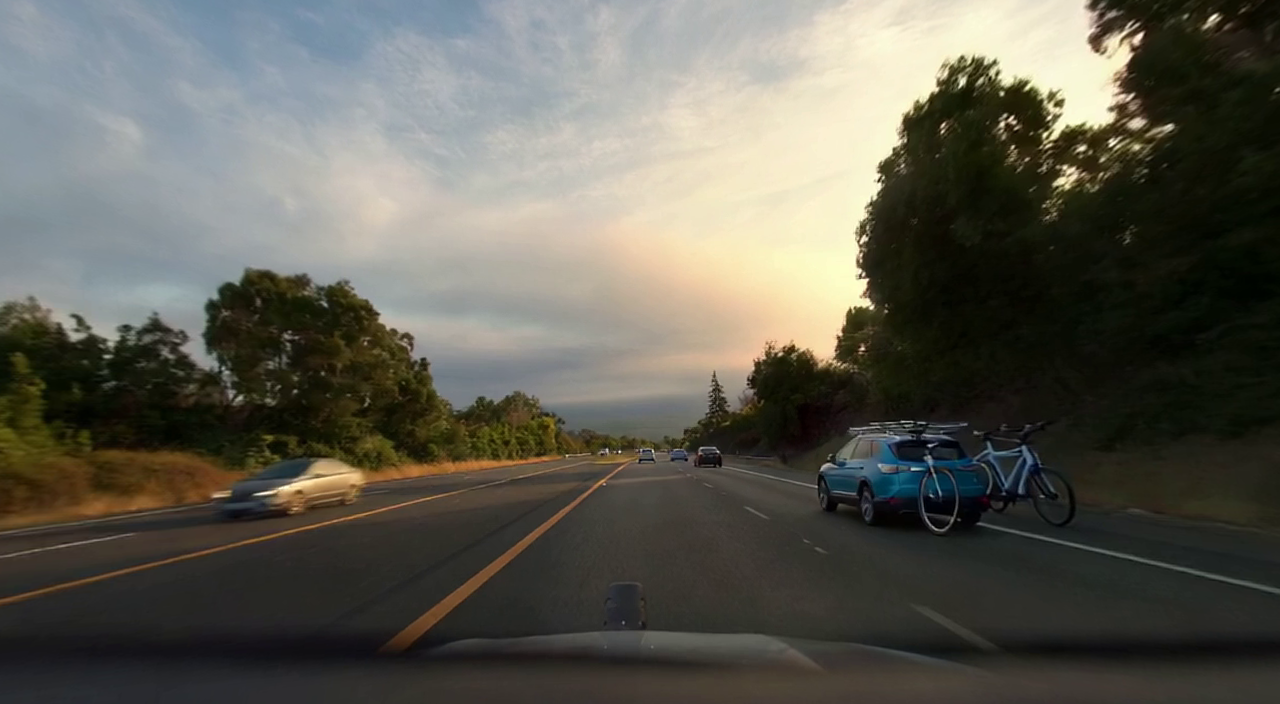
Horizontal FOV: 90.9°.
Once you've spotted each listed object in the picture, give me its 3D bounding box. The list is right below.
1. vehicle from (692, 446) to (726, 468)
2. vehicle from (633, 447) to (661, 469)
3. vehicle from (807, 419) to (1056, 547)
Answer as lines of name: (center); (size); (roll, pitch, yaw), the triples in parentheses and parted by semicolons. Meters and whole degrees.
vehicle: (4.948, 7.632, 45.846); (1.964, 1.513, 3.707); (0, -9, -1)
vehicle: (0.469, 7.783, 46.386); (1.991, 1.459, 3.769); (0, -9, 0)
vehicle: (4.248, 1.983, 10.111); (1.978, 1.604, 4.128); (0, -9, 0)
